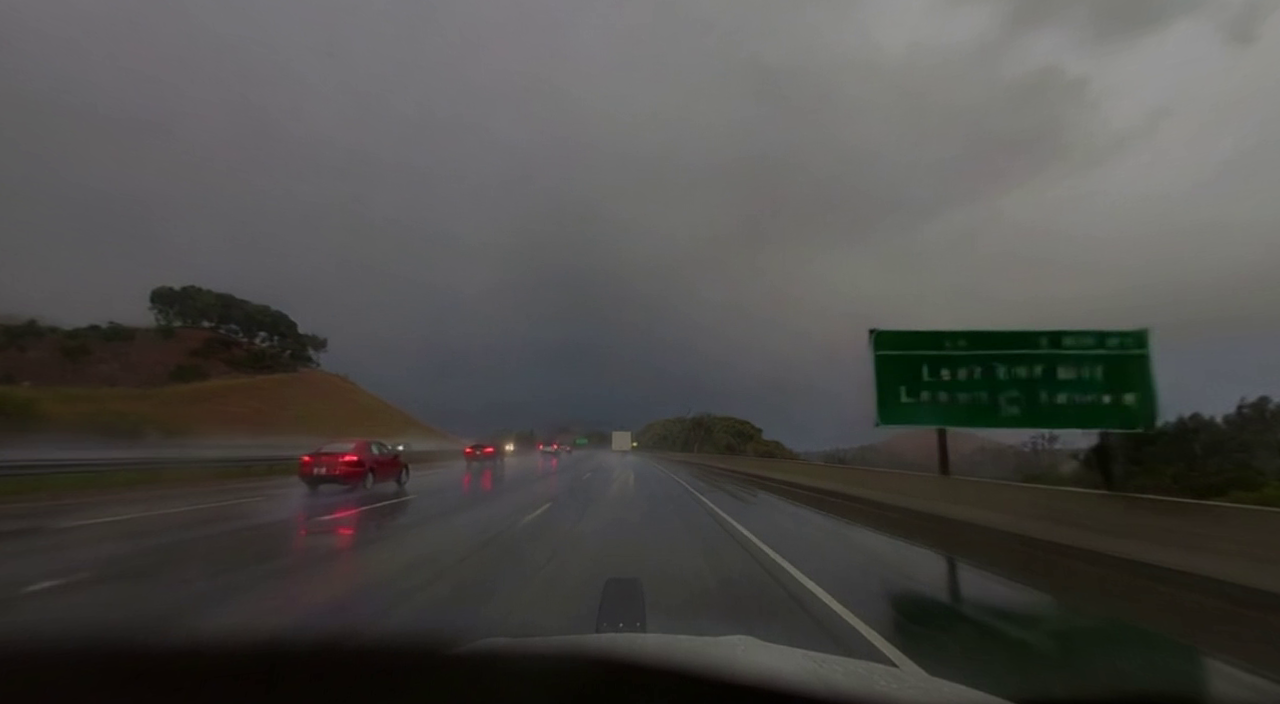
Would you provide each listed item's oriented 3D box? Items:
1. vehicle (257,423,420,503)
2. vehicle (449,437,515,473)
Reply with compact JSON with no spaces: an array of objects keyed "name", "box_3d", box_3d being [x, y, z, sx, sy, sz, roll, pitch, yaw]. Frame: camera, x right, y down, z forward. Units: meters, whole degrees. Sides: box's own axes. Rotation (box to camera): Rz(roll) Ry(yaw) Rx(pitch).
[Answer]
[{"name":"vehicle","box_3d":[-7.446,2.791,16.153,2.081,1.740,4.268,1,-9,-1]},{"name":"vehicle","box_3d":[-7.742,5.087,31.270,2.099,1.644,4.638,1,-9,-1]}]
